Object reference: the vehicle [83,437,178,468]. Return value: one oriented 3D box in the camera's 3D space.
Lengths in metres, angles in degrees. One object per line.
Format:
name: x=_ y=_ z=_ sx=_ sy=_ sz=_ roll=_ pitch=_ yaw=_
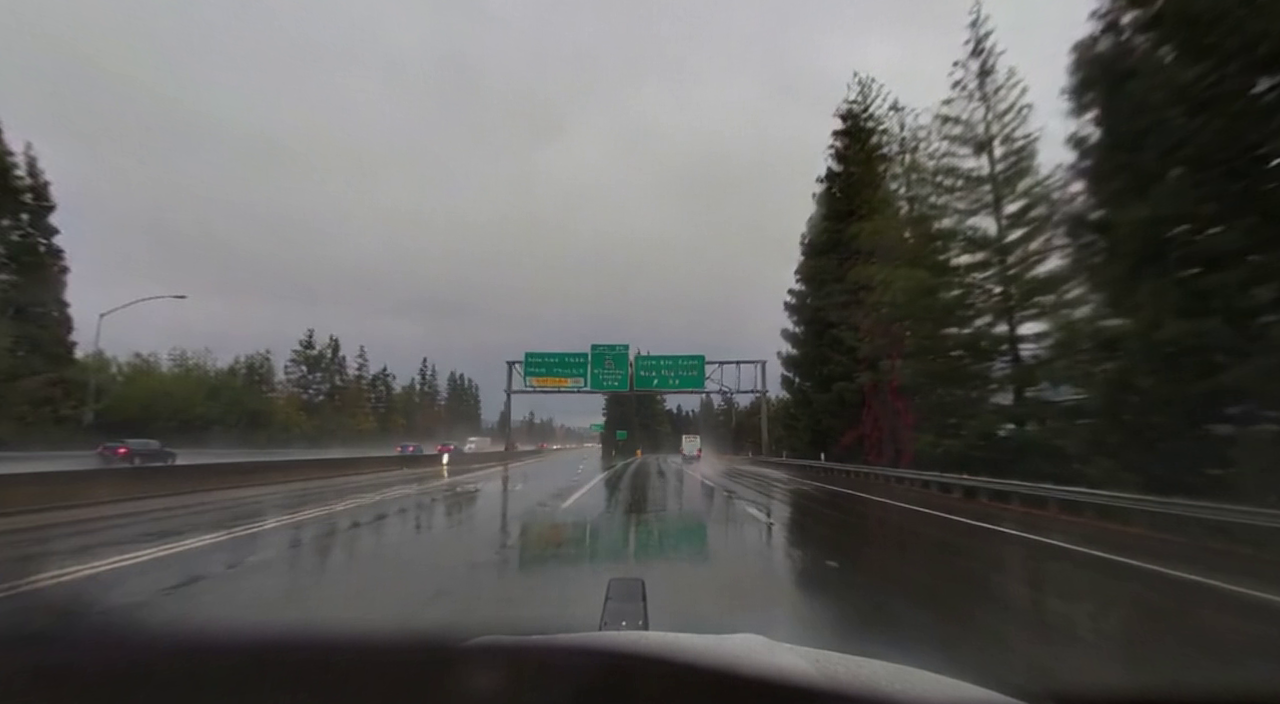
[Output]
vehicle: x=-32.687 y=6.450 z=40.691 sx=2.168 sy=1.824 sz=4.932 roll=0 pitch=-8 yaw=-3
